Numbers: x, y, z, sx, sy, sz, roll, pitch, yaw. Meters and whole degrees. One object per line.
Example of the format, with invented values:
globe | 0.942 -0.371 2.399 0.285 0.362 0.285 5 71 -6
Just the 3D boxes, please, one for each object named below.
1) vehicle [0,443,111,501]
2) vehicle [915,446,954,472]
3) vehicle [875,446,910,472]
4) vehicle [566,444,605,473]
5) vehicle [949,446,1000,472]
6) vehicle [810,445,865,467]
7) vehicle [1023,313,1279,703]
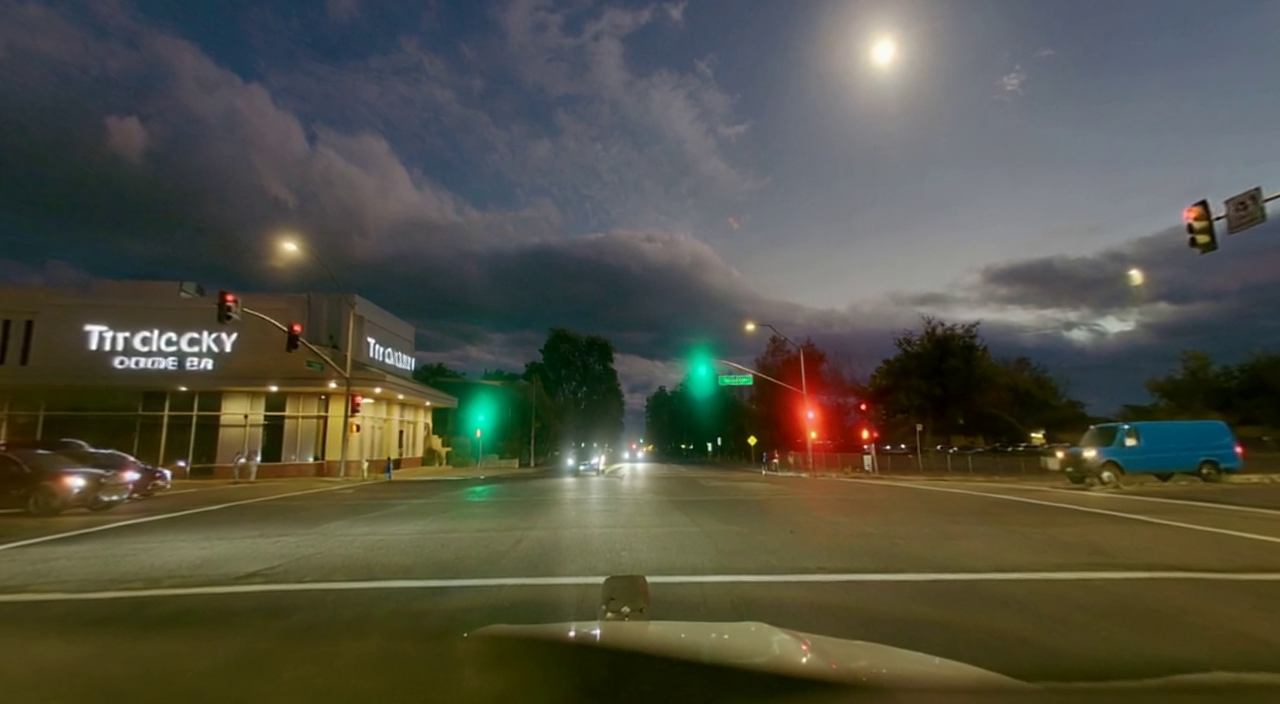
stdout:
vehicle | -18.021 3.306 17.669 4.686 1.500 1.935 0 -8 2
vehicle | 18.274 6.623 39.220 1.791 1.520 3.649 -3 -9 20
vehicle | 15.896 6.694 39.676 1.875 1.543 3.853 -3 -9 21
vehicle | -3.198 6.376 37.914 1.961 1.658 4.064 0 -8 0
vehicle | 20.565 6.575 38.918 2.066 1.488 4.158 -3 -9 19
vehicle | 15.081 7.945 48.371 1.924 1.579 4.084 3 -9 -18
vehicle | 2.880 0.577 0.619 2.048 1.725 4.754 0 -8 1
